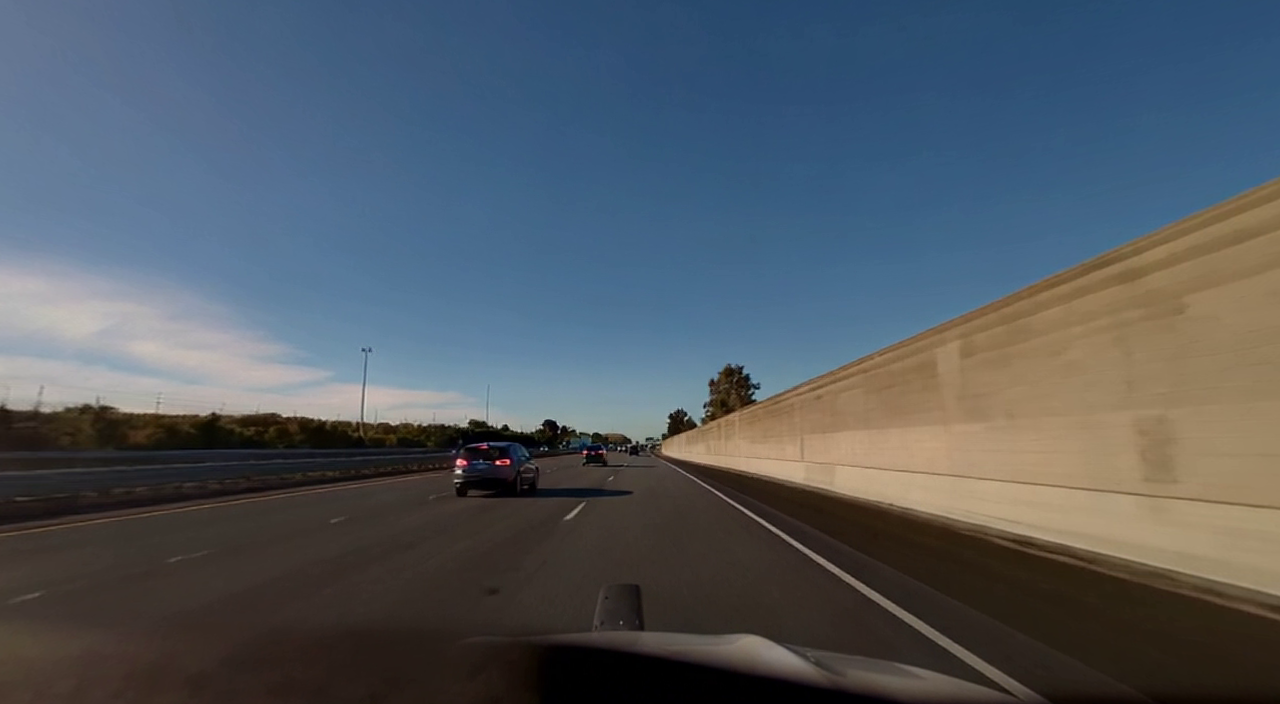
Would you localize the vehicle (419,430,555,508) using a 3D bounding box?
[{"bbox_3d":[-3.470,2.746,15.207,2.195,1.573,4.176,0,-9,0],"label":"vehicle"}]

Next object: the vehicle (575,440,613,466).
[{"bbox_3d":[-3.034,6.798,42.508,2.133,1.683,4.340,0,-9,1],"label":"vehicle"}]
